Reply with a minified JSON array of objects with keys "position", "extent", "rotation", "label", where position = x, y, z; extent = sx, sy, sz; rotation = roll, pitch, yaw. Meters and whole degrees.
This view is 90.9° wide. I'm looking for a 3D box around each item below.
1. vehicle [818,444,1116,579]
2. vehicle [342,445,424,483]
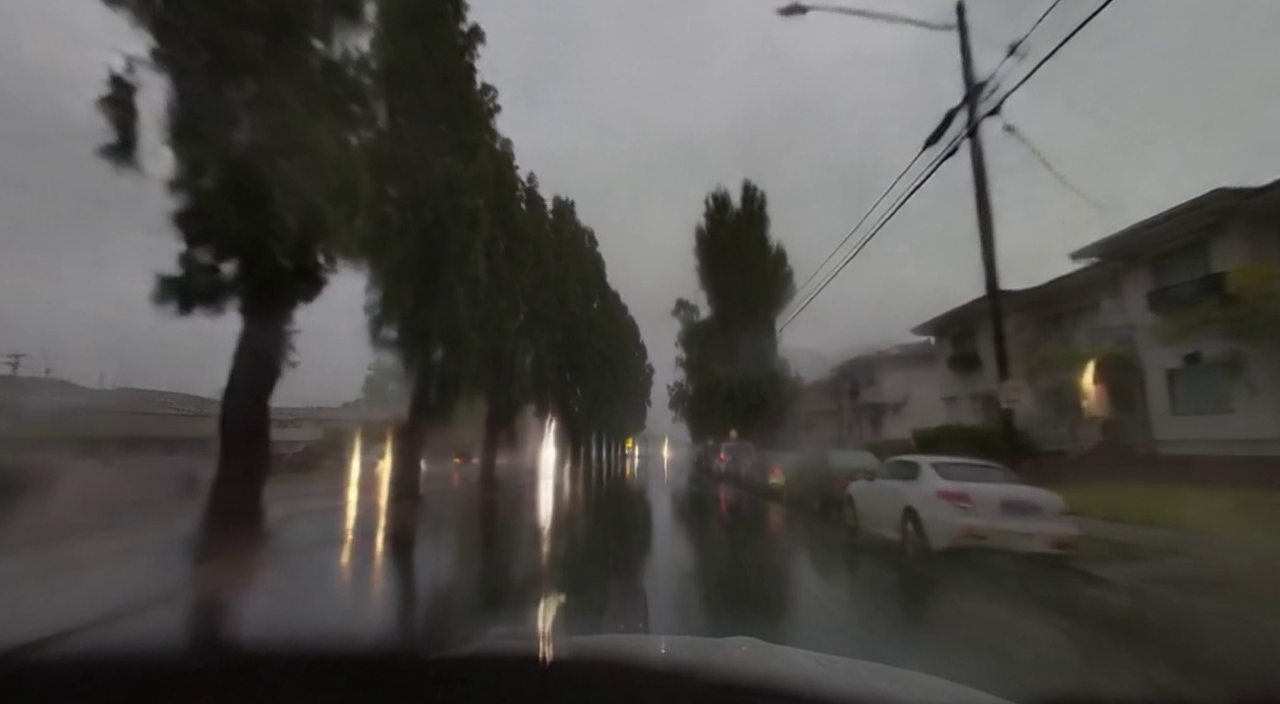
[{"position":[4.174,2.059,9.162],"extent":[1.833,1.399,4.727],"rotation":[0,-8,1],"label":"vehicle"},{"position":[-12.817,5.582,31.821],"extent":[2.045,1.712,4.511],"rotation":[-1,-8,3],"label":"vehicle"}]
